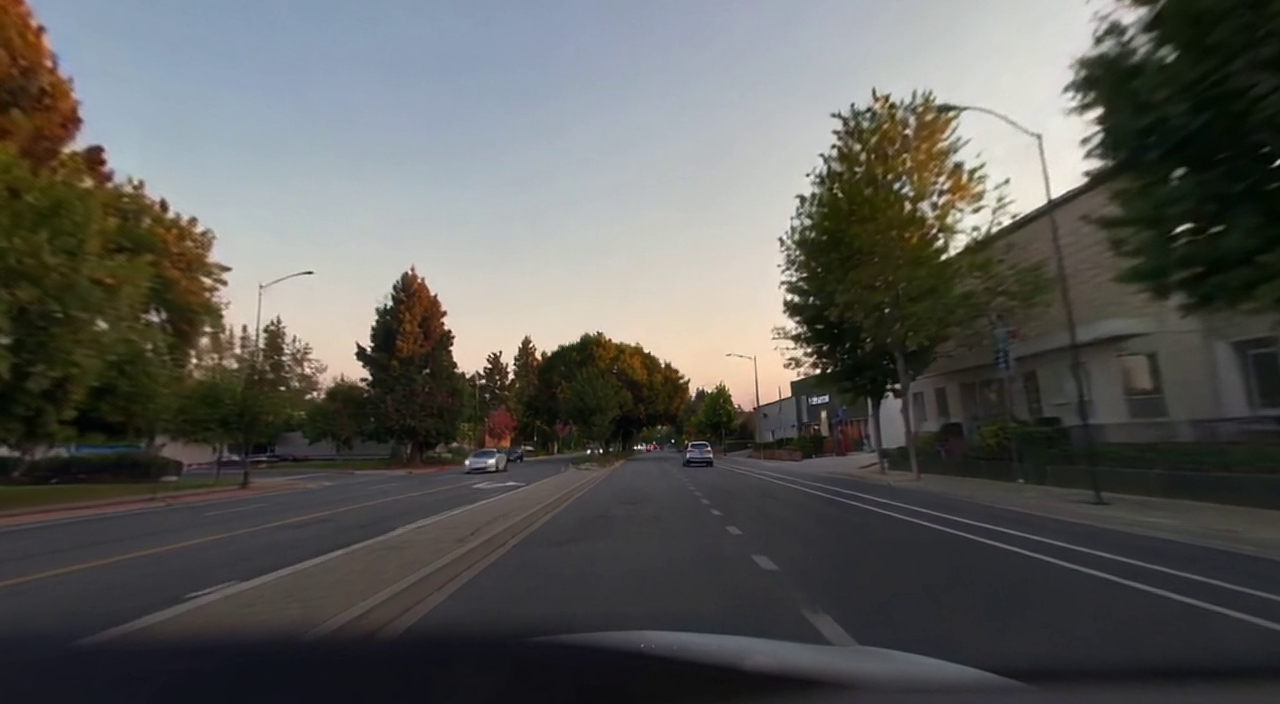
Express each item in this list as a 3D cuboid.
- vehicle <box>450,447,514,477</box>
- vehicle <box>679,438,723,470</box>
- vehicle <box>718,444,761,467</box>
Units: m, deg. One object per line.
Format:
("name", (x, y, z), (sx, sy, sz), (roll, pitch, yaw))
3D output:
("vehicle", (-8.427, 5.917, 34.133), (2.283, 1.509, 4.272), (0, -9, 1))
("vehicle", (3.558, 6.090, 37.770), (2.143, 1.759, 4.378), (0, -9, -1))
("vehicle", (6.725, 7.029, 43.051), (2.100, 1.491, 4.563), (0, -9, -1))
